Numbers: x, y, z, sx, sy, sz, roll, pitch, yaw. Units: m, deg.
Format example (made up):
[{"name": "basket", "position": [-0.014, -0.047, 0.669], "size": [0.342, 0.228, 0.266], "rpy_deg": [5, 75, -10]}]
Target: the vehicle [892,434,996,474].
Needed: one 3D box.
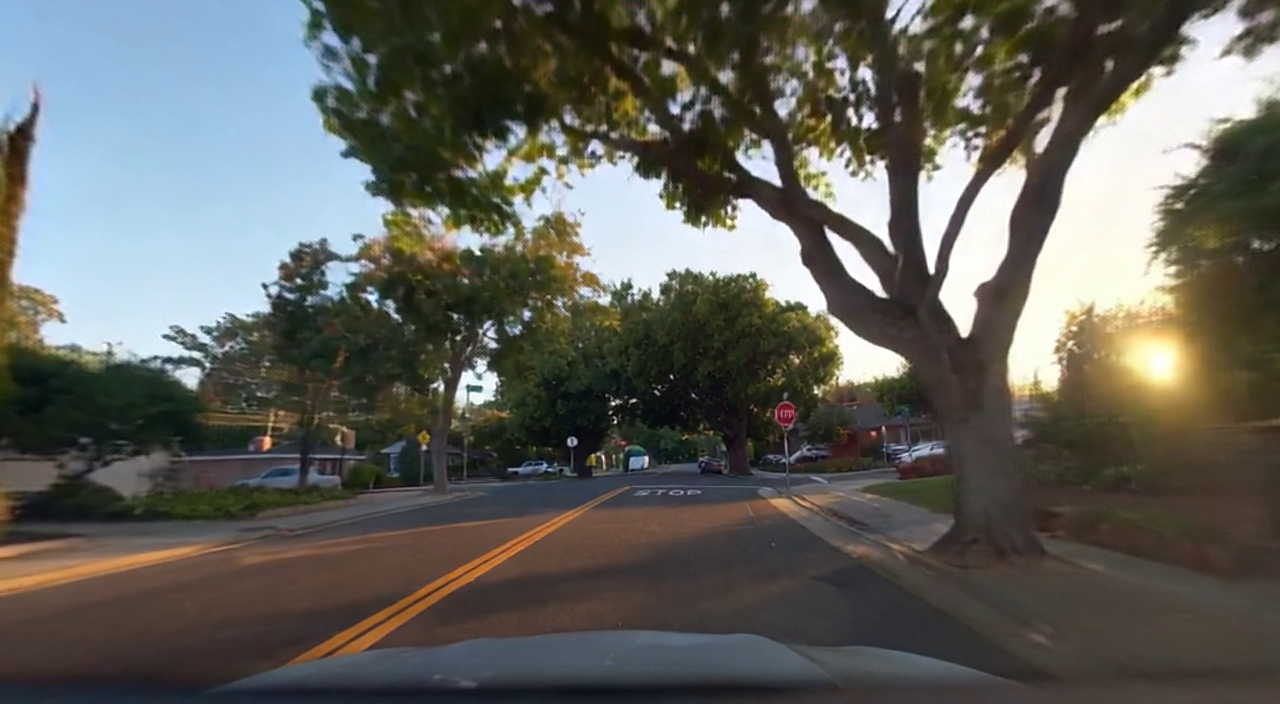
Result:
[{"name": "vehicle", "position": [17.630, 5.936, 36.735], "size": [4.788, 1.875, 2.148], "rpy_deg": [1, -19, -12]}]

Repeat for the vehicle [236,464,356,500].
[{"name": "vehicle", "position": [-15.541, 5.895, 28.682], "size": [4.320, 1.443, 1.867], "rpy_deg": [0, -8, -4]}]

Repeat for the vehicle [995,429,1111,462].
[{"name": "vehicle", "position": [19.614, 4.472, 30.011], "size": [4.682, 1.483, 1.917], "rpy_deg": [3, -9, -16]}]
